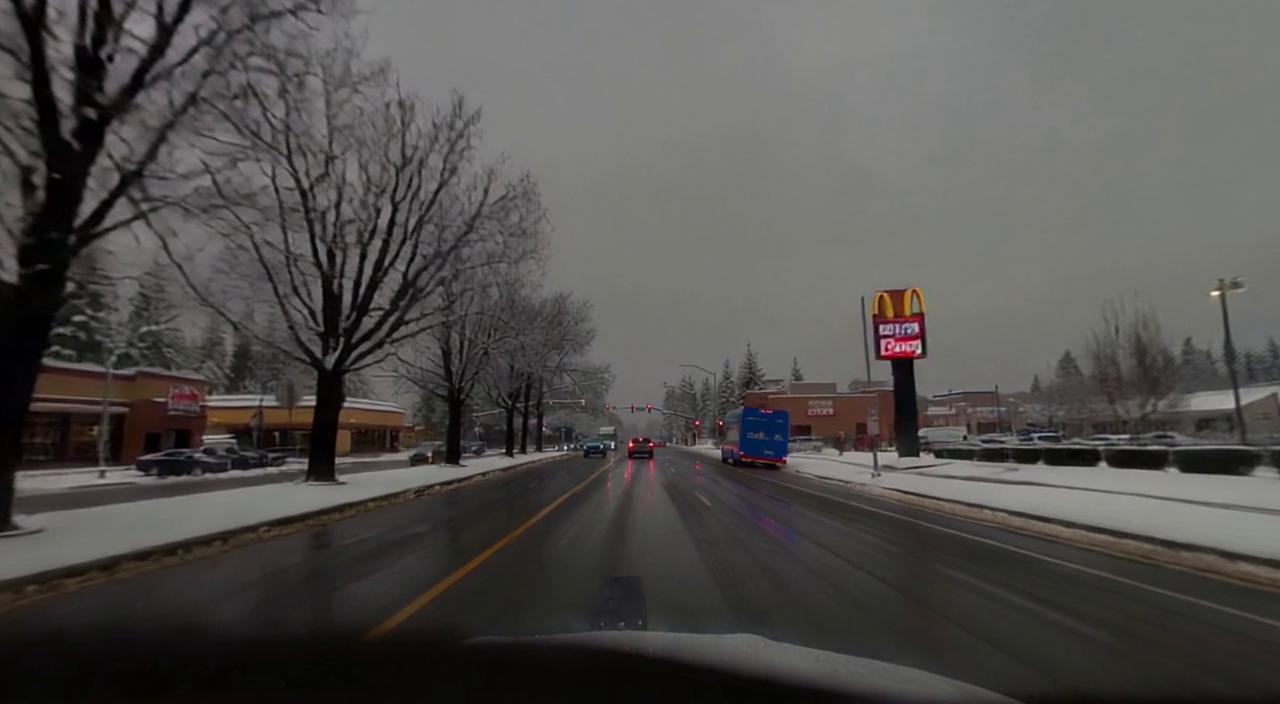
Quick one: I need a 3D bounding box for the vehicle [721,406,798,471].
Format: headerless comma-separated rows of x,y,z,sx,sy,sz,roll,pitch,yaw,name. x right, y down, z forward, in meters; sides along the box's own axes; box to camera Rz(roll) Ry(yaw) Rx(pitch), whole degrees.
6.759,5.123,37.005,2.891,3.361,7.843,0,-9,0,vehicle

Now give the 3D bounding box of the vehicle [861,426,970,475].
13.694,4.870,31.222,5.354,2.214,2.504,6,-11,-37,vehicle

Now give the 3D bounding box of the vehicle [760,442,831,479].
6.697,4.724,27.700,1.980,1.473,4.537,0,-9,0,vehicle

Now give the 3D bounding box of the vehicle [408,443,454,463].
-15.592,7.557,47.271,1.836,1.464,4.440,-1,-9,2,vehicle

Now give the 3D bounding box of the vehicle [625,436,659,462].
0.165,6.717,43.593,2.209,1.718,4.008,-1,-9,1,vehicle

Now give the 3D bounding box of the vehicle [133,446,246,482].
-22.796,5.664,32.214,1.936,1.654,4.857,-1,-9,4,vehicle

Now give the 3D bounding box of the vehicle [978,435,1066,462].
29.410,7.491,48.752,5.568,1.930,2.081,-5,-10,29,vehicle

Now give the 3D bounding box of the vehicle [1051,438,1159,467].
26.026,5.654,35.501,4.545,1.571,1.769,-5,-10,25,vehicle

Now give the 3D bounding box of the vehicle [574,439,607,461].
-3.540,7.120,45.941,2.008,1.500,4.369,-1,-9,1,vehicle

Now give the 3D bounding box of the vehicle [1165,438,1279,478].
23.947,4.156,24.832,4.744,1.481,1.855,-6,-10,34,vehicle
